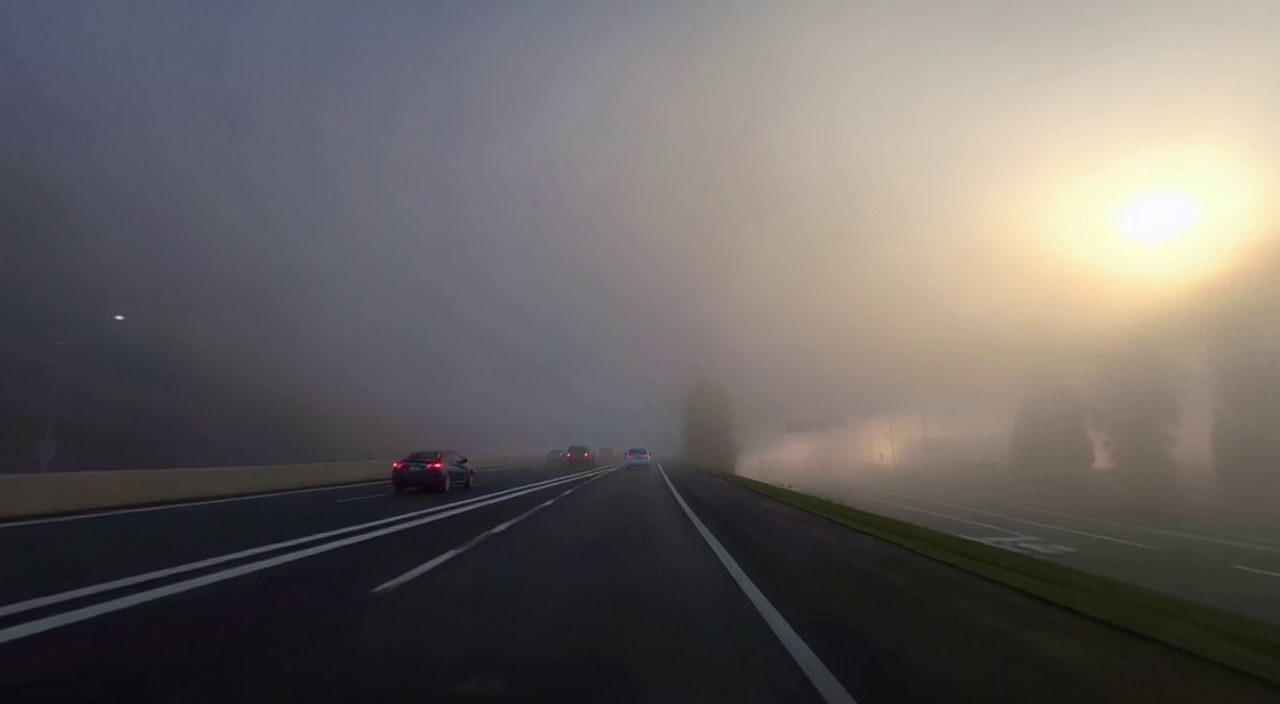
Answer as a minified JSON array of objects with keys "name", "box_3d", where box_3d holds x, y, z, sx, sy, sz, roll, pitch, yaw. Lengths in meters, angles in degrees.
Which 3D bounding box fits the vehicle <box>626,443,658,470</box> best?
[{"name":"vehicle","box_3d":[0.206,7.407,44.964,2.179,1.742,4.396,-1,-9,2]}]

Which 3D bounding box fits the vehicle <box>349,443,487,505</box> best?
[{"name":"vehicle","box_3d":[-6.370,3.540,18.888,2.102,1.562,4.884,-1,-9,4]}]
